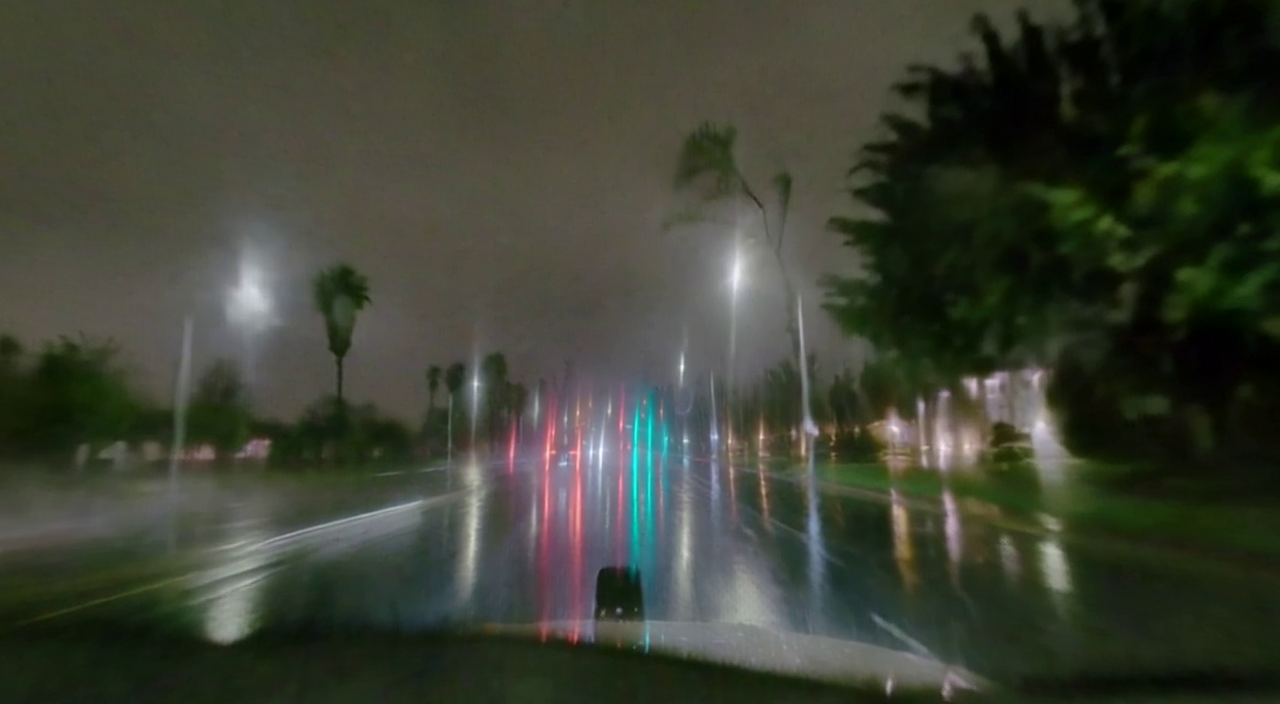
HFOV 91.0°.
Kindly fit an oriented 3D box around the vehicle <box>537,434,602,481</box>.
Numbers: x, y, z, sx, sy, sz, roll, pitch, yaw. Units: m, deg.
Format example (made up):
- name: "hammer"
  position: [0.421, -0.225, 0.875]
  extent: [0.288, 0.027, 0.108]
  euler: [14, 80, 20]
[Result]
- name: "vehicle"
  position: [-3.158, 4.923, 29.672]
  extent: [2.370, 1.968, 5.698]
  euler: [0, -9, 0]
